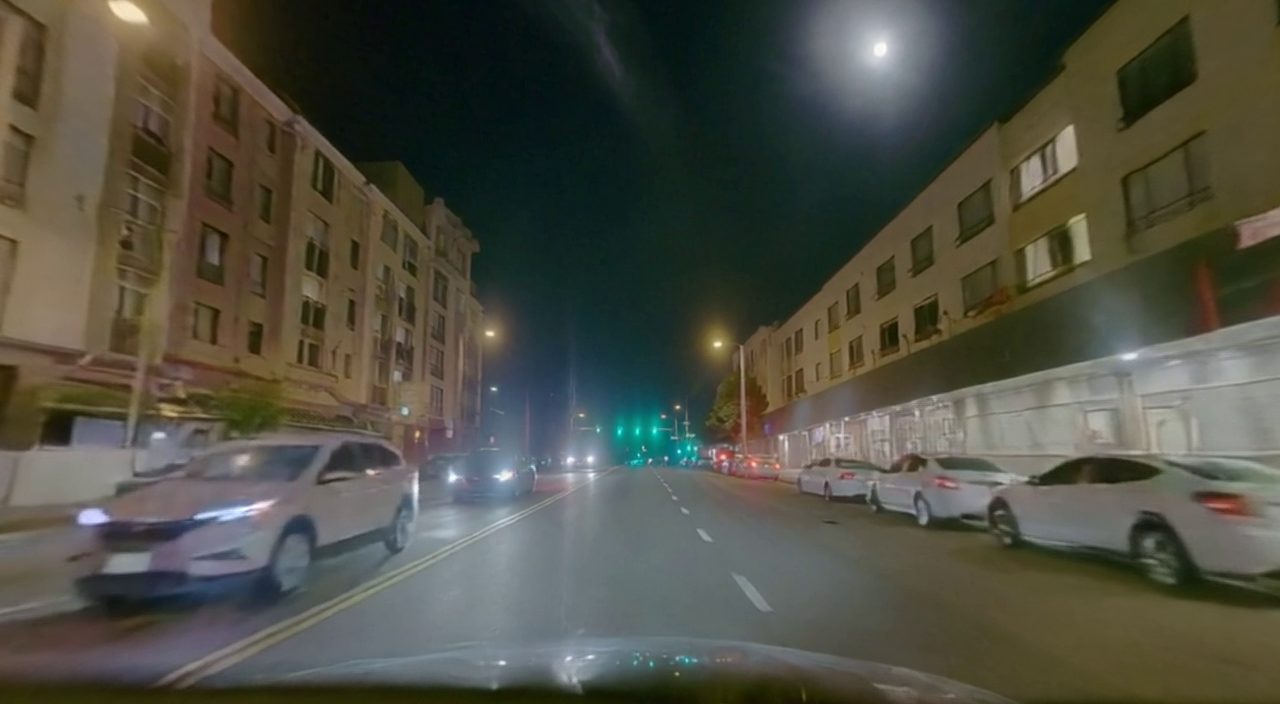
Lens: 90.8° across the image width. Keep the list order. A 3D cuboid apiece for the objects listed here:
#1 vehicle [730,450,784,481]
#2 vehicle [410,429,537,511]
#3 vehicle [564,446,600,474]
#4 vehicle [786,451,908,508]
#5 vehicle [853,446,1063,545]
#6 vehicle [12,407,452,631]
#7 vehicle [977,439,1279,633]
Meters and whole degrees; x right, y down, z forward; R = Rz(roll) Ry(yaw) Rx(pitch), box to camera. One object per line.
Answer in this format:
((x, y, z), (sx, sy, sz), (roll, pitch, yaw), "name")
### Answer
((6.036, 5.892, 33.130), (1.837, 1.482, 4.706), (0, -8, -1), "vehicle")
((-4.147, 3.082, 16.617), (2.048, 1.761, 4.517), (-2, -10, 1), "vehicle")
((-3.841, 7.210, 42.451), (1.980, 1.718, 4.120), (0, -8, 0), "vehicle")
((5.953, 3.693, 18.885), (1.976, 1.432, 4.812), (0, -8, -1), "vehicle")
((5.785, 2.602, 12.286), (1.795, 1.524, 4.658), (-1, -8, 2), "vehicle")
((-3.766, 1.590, 7.018), (1.914, 1.682, 4.263), (-1, -8, 2), "vehicle")
((6.001, 1.742, 6.906), (2.054, 1.525, 4.258), (0, -8, -4), "vehicle")
